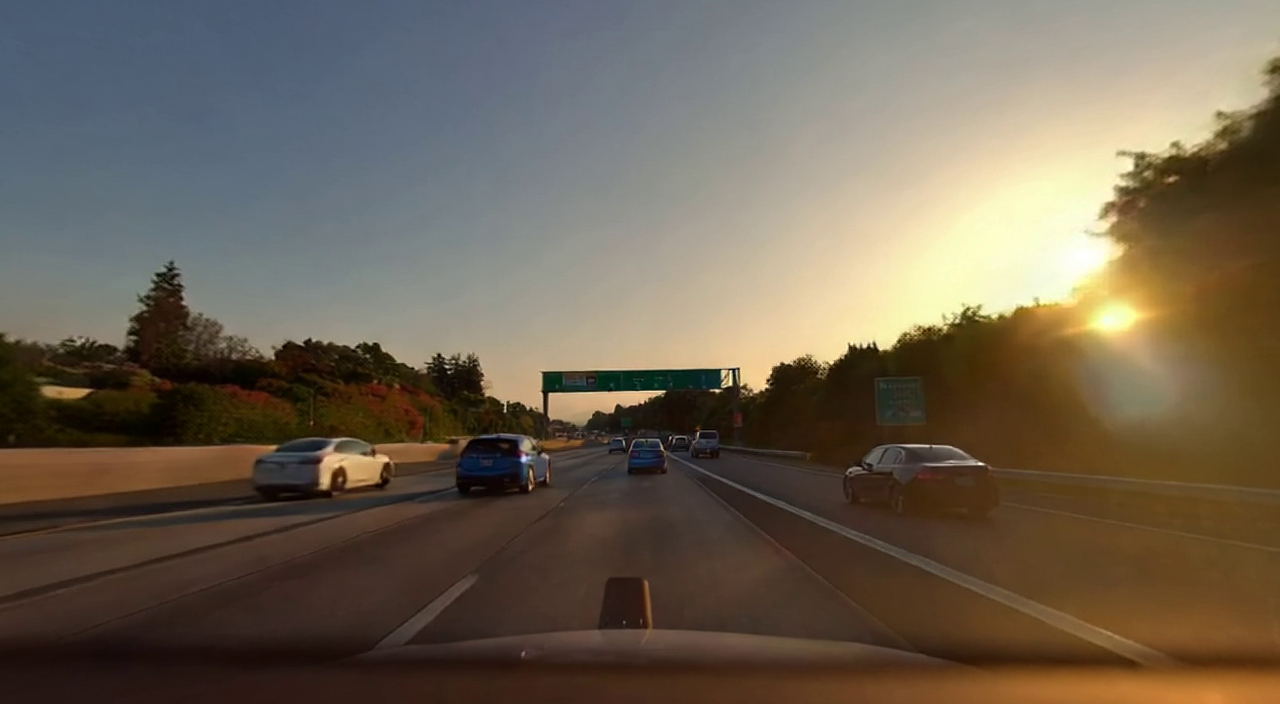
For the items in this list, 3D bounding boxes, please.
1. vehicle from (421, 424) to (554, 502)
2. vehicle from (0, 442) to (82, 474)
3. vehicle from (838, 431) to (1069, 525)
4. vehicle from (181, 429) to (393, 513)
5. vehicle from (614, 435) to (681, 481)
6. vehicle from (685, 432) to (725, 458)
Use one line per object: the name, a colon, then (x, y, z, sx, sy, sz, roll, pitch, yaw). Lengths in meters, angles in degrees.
vehicle: (-3.504, 2.671, 15.631, 1.927, 1.586, 5.142, 0, -8, 1)
vehicle: (-32.136, 5.483, 32.792, 1.895, 1.567, 4.707, 0, -8, 0)
vehicle: (5.552, 2.271, 11.988, 2.030, 1.442, 4.358, 0, -8, -2)
vehicle: (-7.219, 2.463, 13.585, 1.932, 1.497, 4.458, 0, -8, 1)
vehicle: (0.237, 3.679, 22.129, 2.113, 1.464, 4.073, 0, -8, 0)
vehicle: (4.609, 6.681, 45.266, 2.261, 1.781, 4.709, 0, -8, -1)
